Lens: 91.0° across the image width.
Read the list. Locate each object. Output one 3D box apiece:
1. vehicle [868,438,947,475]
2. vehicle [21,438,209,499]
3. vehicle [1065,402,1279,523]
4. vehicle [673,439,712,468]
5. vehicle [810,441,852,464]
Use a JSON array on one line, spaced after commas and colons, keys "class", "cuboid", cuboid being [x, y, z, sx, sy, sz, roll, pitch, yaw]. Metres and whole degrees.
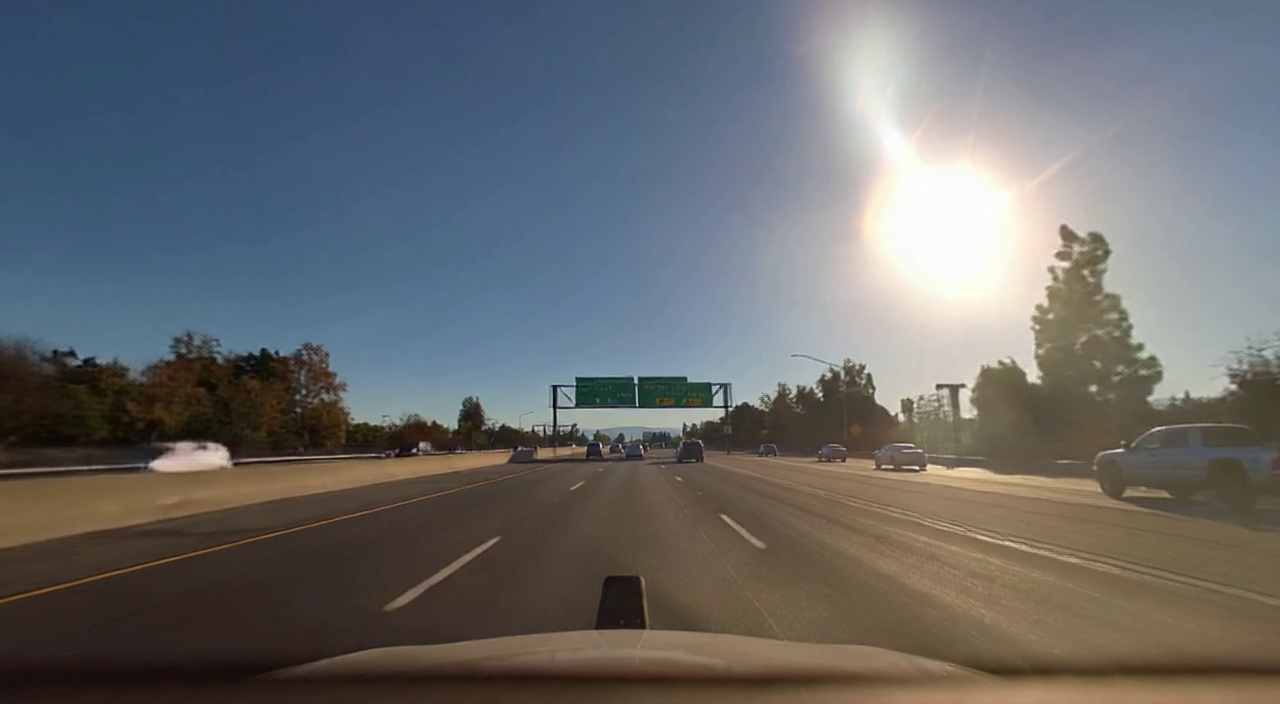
[{"class": "vehicle", "cuboid": [13.794, 5.418, 32.826, 2.116, 1.754, 4.727, 0, -9, 1]}, {"class": "vehicle", "cuboid": [-17.429, 3.873, 21.346, 2.083, 1.785, 4.877, 0, -9, 0]}, {"class": "vehicle", "cuboid": [12.863, 2.416, 14.045, 2.442, 2.140, 6.462, 0, -9, 3]}, {"class": "vehicle", "cuboid": [3.403, 6.666, 41.505, 2.147, 1.794, 4.538, 0, -9, 0]}, {"class": "vehicle", "cuboid": [14.766, 7.780, 48.917, 2.020, 1.707, 4.424, 0, -9, 1]}]
